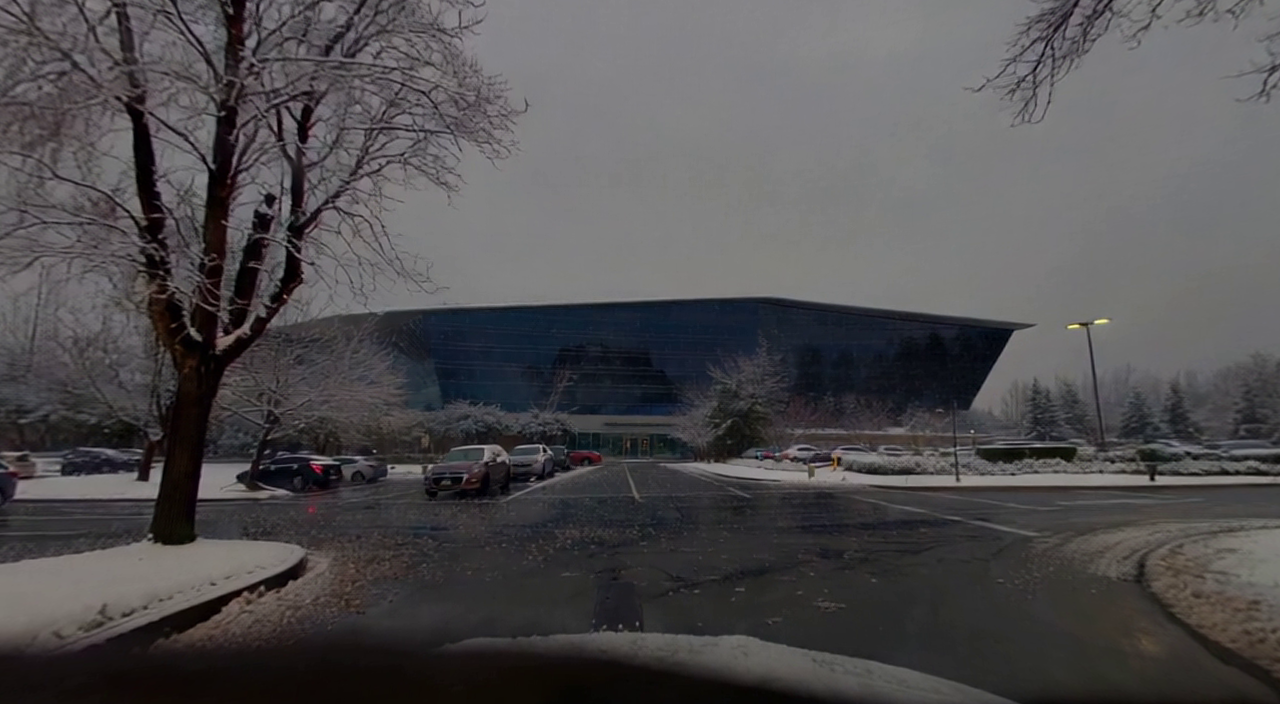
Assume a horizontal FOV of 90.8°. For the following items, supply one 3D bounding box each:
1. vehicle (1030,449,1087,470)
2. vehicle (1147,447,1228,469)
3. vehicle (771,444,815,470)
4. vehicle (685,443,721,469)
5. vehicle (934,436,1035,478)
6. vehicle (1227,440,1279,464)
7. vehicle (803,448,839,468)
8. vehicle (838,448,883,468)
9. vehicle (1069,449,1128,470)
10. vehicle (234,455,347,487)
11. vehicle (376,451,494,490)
[{"bbox_3d":[28.324,7.271,42.857,1.495,1.371,3.336,0,-9,-2],"label":"vehicle"},{"bbox_3d":[37.004,7.140,42.843,1.678,1.423,4.191,0,-8,-1],"label":"vehicle"},{"bbox_3d":[10.520,7.215,43.694,1.936,1.673,4.305,0,-8,0],"label":"vehicle"},{"bbox_3d":[4.612,7.736,47.240,2.262,1.794,5.331,0,-8,1],"label":"vehicle"},{"bbox_3d":[16.473,5.033,30.551,2.048,1.852,4.998,0,-8,0],"label":"vehicle"},{"bbox_3d":[43.045,6.827,43.080,1.758,1.572,4.421,0,-8,1],"label":"vehicle"},{"bbox_3d":[14.178,8.299,49.638,1.935,1.477,3.719,0,-8,3],"label":"vehicle"},{"bbox_3d":[17.049,8.216,49.060,1.971,1.478,4.477,0,-8,1],"label":"vehicle"},{"bbox_3d":[31.302,7.313,43.259,1.519,1.371,3.278,0,-8,0],"label":"vehicle"},{"bbox_3d":[-16.725,5.695,30.360,4.331,1.437,1.876,0,-8,2],"label":"vehicle"},{"bbox_3d":[-8.708,4.972,26.900,4.442,1.504,1.809,5,-10,-28],"label":"vehicle"}]
